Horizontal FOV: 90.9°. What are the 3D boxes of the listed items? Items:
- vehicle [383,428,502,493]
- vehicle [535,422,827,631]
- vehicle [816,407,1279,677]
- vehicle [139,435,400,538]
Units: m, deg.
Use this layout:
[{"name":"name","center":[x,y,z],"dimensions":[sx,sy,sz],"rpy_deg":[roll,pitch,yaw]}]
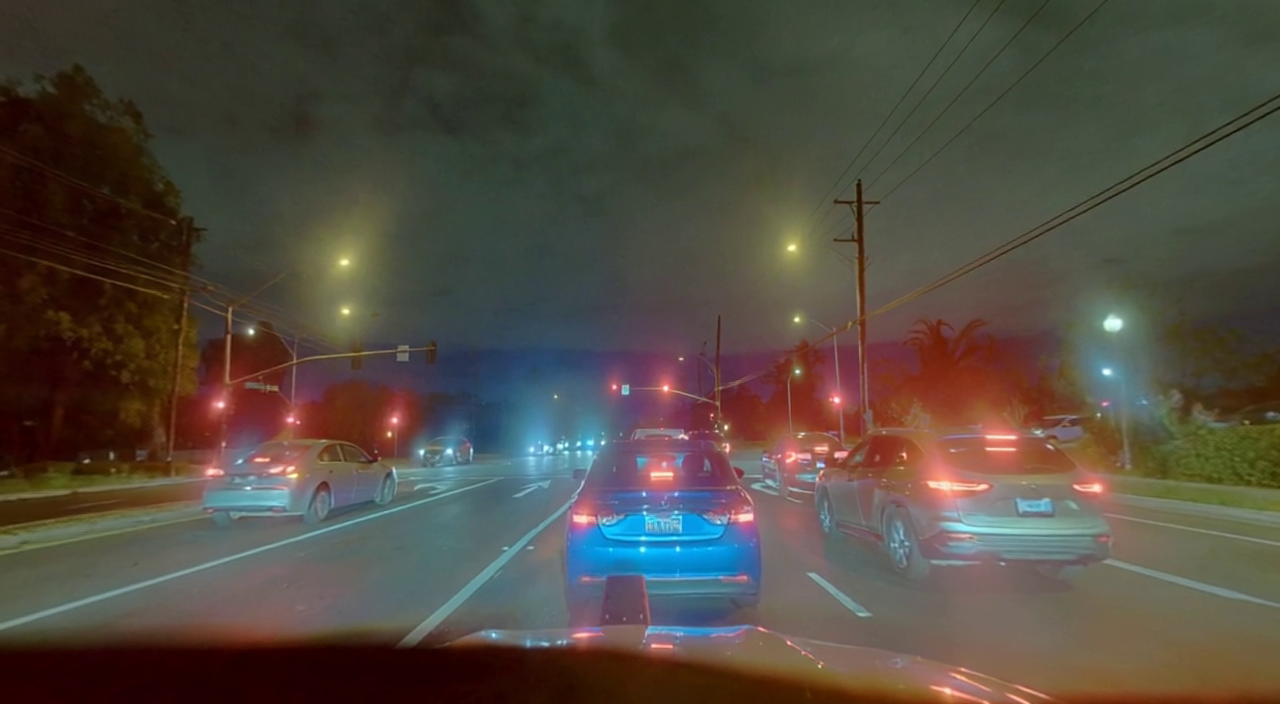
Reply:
[{"name":"vehicle","center":[-6.254,3.491,20.773],"dimensions":[2.070,1.824,5.196],"rpy_deg":[-1,-8,2]},{"name":"vehicle","center":[0.300,1.557,6.613],"dimensions":[2.109,1.483,3.964],"rpy_deg":[0,-8,0]},{"name":"vehicle","center":[3.141,1.385,5.737],"dimensions":[1.870,1.523,4.096],"rpy_deg":[0,-8,0]},{"name":"vehicle","center":[-6.396,2.328,11.709],"dimensions":[1.955,1.497,4.639],"rpy_deg":[-1,-8,1]}]
